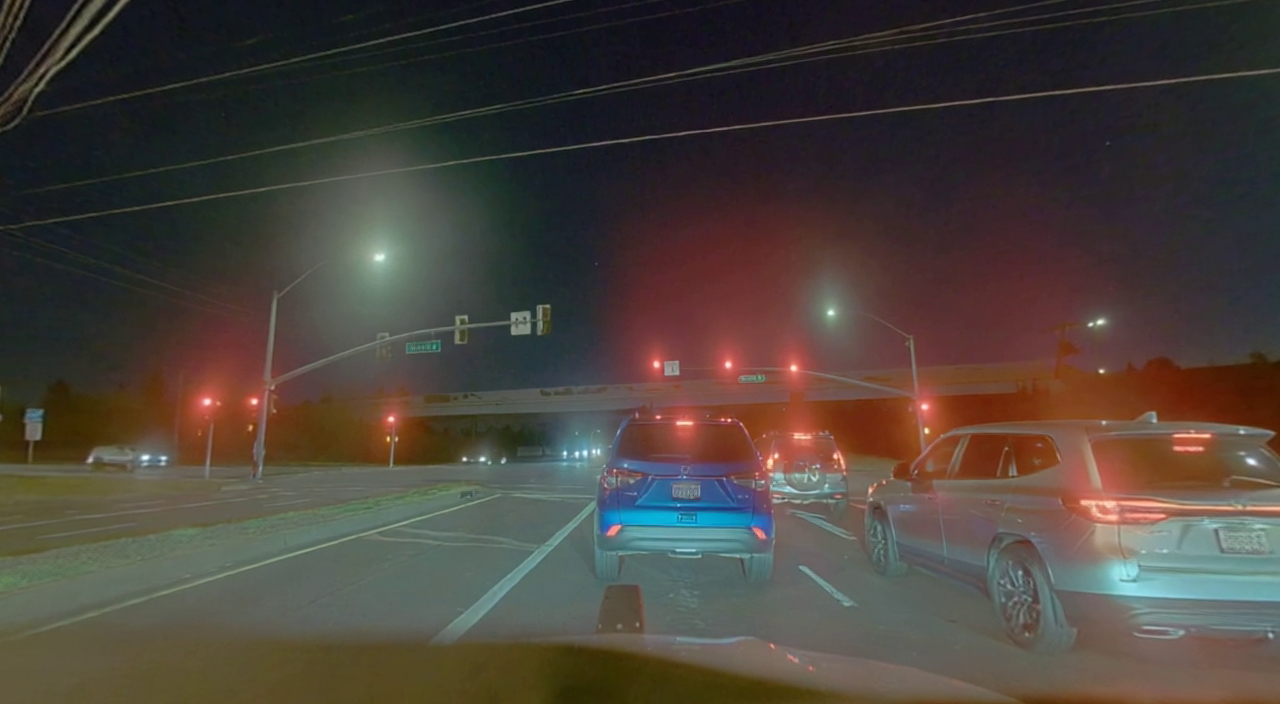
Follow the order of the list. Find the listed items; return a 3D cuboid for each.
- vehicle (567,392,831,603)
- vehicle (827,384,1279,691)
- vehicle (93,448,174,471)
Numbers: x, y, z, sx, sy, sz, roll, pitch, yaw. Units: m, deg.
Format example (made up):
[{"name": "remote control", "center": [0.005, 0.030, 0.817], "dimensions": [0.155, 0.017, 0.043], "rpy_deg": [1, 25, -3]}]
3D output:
[{"name": "vehicle", "center": [0.451, 1.555, 7.618], "dimensions": [2.240, 1.778, 4.335], "rpy_deg": [0, -8, -1]}, {"name": "vehicle", "center": [3.406, 1.339, 5.784], "dimensions": [1.990, 1.649, 4.625], "rpy_deg": [0, -8, 0]}, {"name": "vehicle", "center": [-33.690, 7.153, 42.033], "dimensions": [4.647, 1.453, 1.881], "rpy_deg": [-3, -9, 18]}]
